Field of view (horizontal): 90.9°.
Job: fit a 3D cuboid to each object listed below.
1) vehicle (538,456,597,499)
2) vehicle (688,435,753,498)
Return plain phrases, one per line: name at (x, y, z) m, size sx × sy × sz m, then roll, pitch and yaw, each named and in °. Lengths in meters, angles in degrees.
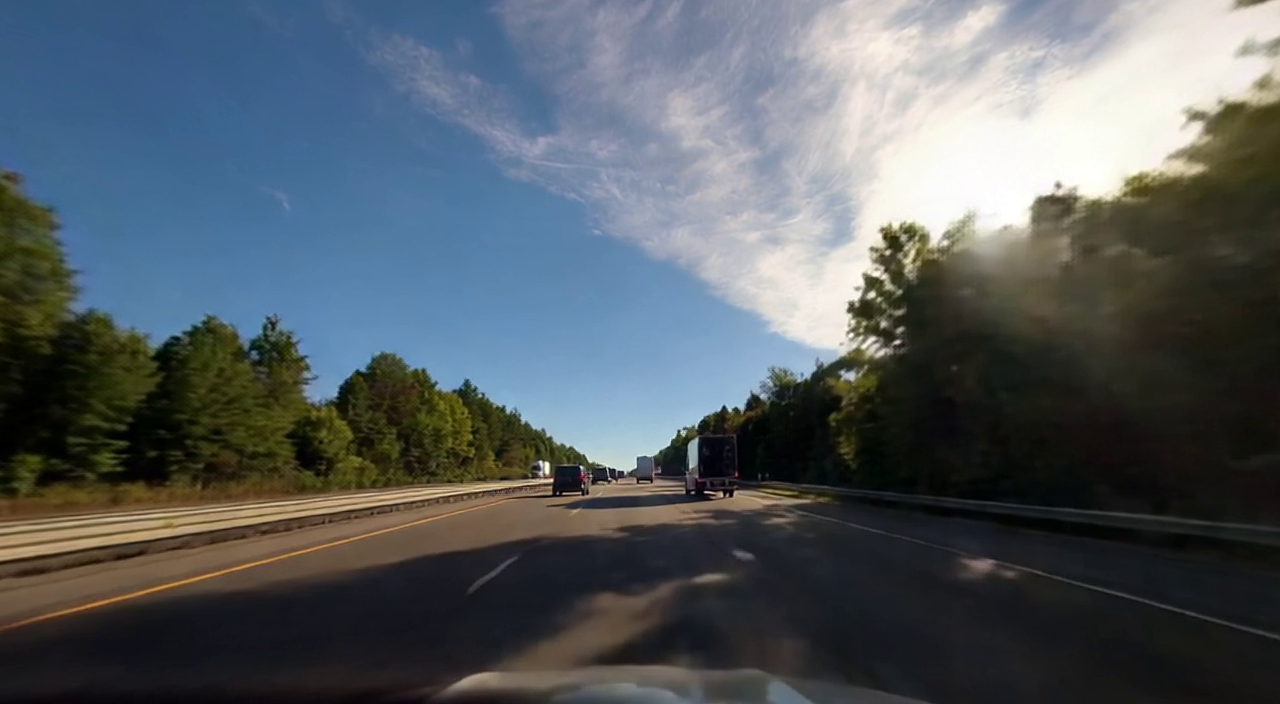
vehicle at (-3.310, 5.906, 29.821) m, size 2.204 × 1.852 × 4.661 m, roll 1°, pitch -11°, yaw 0°
vehicle at (4.072, 5.976, 32.876) m, size 2.703 × 2.988 × 5.097 m, roll 1°, pitch -11°, yaw 0°
